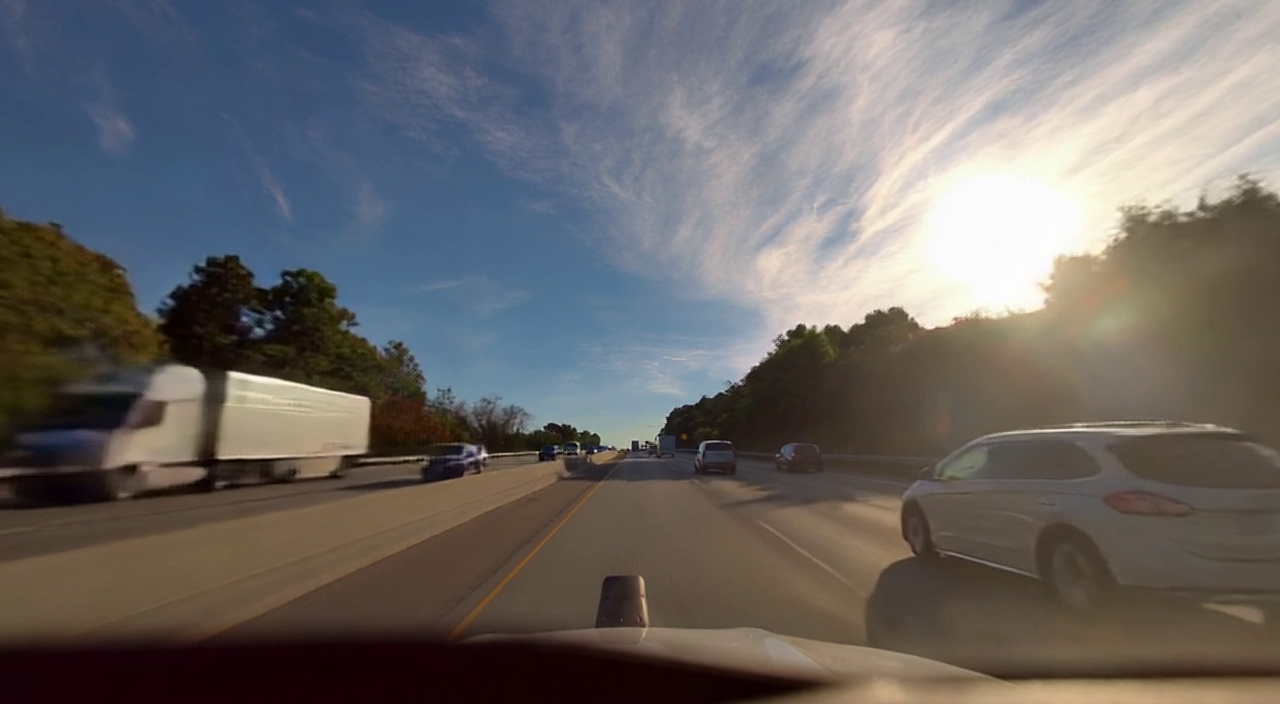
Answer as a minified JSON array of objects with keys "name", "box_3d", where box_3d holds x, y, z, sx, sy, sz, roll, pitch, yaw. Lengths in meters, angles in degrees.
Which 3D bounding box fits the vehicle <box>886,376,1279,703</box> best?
[{"name":"vehicle","box_3d":[3.638,1.208,4.536,2.023,1.603,4.159,0,-9,0]}]

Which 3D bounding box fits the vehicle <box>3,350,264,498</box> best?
[{"name":"vehicle","box_3d":[-15.365,2.363,19.967,3.045,3.960,5.980,0,-9,0]}]

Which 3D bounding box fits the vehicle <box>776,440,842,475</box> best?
[{"name":"vehicle","box_3d":[8.541,5.399,32.366,2.018,1.636,4.510,0,-9,-1]}]

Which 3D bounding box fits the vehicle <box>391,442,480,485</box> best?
[{"name":"vehicle","box_3d":[-7.819,4.302,24.614,1.935,1.490,4.453,0,-9,0]}]

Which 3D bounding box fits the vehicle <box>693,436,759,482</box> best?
[{"name":"vehicle","box_3d":[3.546,4.515,26.873,2.070,1.751,4.576,0,-9,-1]}]
